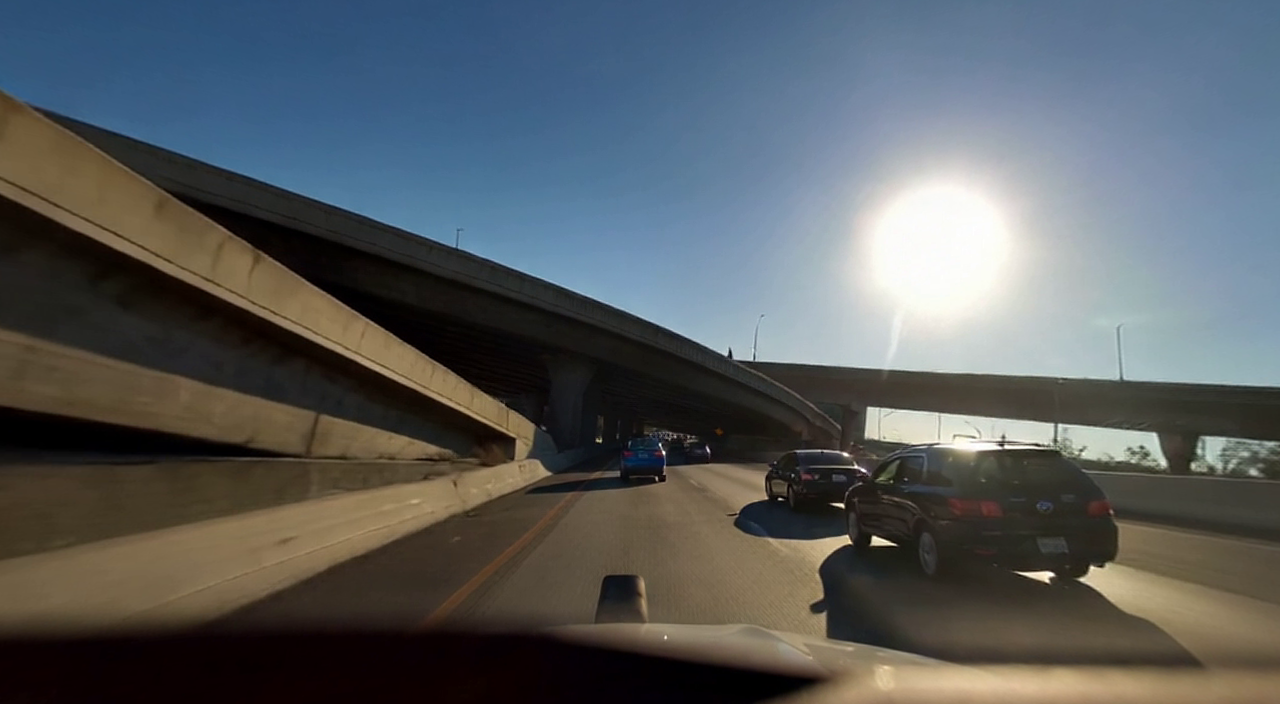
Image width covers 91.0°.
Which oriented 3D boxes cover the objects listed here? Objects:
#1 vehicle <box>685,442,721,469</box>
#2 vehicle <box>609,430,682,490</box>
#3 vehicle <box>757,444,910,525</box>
[{"bbox_3d":[4.109,6.824,41.585,2.047,1.700,4.069,0,-9,1],"label":"vehicle"},{"bbox_3d":[0.195,3.708,21.833,2.264,1.841,4.583,0,-9,0],"label":"vehicle"},{"bbox_3d":[3.984,2.784,13.814,2.047,1.500,4.017,0,-9,0],"label":"vehicle"}]
